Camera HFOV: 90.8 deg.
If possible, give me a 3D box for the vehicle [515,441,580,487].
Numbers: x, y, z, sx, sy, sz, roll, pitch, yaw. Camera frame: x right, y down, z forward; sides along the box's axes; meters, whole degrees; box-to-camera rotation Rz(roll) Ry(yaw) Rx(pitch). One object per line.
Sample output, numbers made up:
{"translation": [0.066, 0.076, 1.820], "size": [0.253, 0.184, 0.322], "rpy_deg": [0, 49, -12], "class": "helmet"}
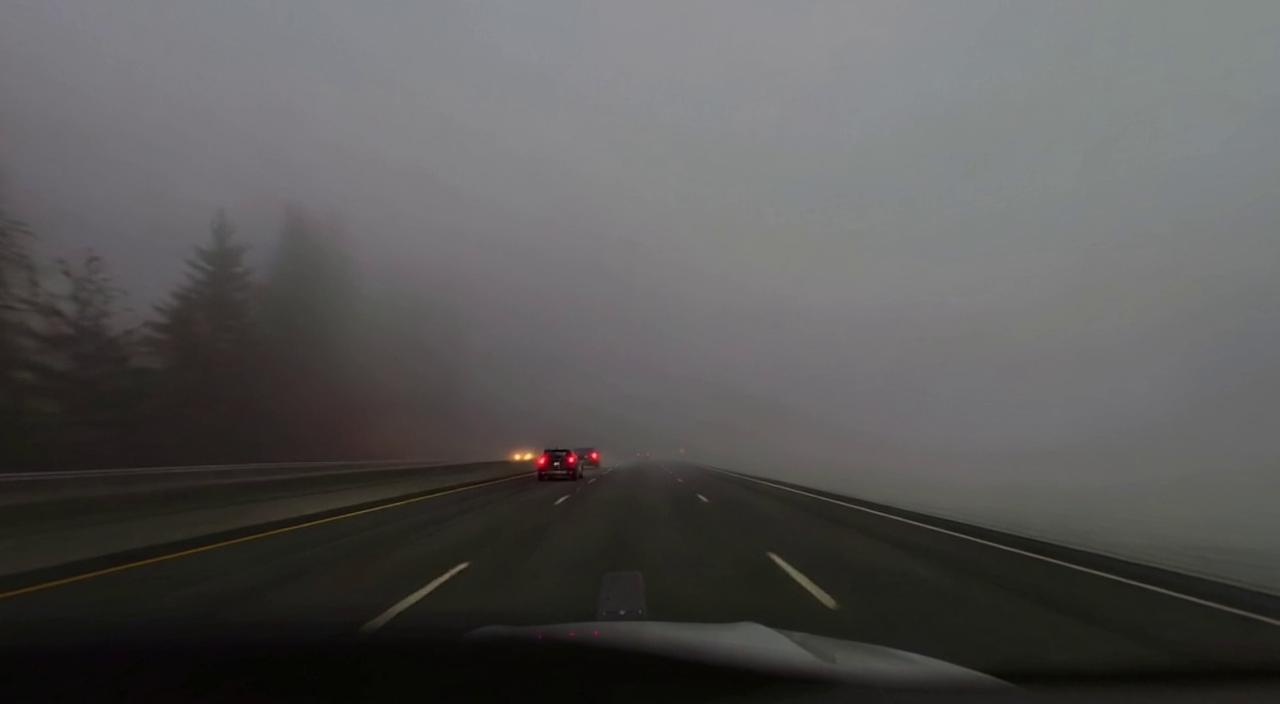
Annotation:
{"translation": [-3.450, 4.294, 24.367], "size": [1.846, 1.600, 4.108], "rpy_deg": [0, -9, 1], "class": "vehicle"}
